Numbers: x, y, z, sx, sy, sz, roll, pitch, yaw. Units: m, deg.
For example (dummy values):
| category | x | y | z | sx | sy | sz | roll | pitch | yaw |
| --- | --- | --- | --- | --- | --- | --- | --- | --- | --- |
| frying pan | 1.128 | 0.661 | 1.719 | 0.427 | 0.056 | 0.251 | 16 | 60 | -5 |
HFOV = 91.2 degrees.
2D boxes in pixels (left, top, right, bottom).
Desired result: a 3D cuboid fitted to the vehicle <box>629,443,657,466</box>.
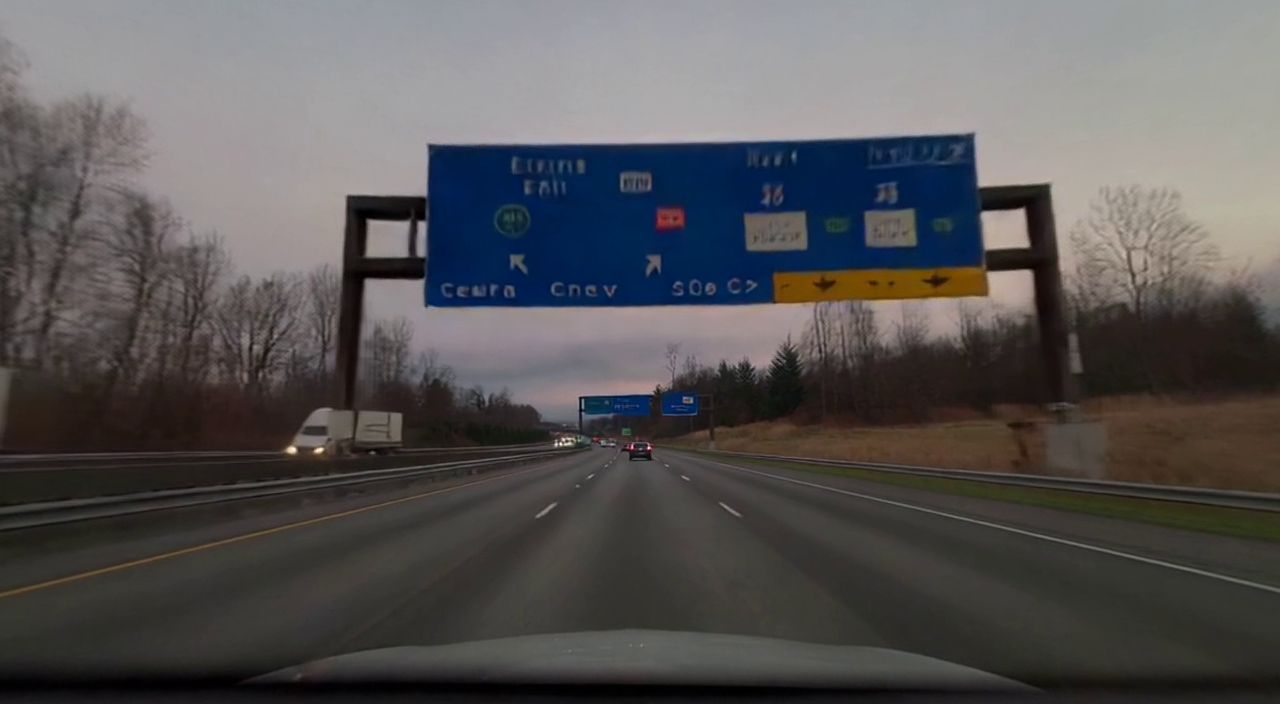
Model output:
| category | x | y | z | sx | sy | sz | roll | pitch | yaw |
| --- | --- | --- | --- | --- | --- | --- | --- | --- | --- |
| vehicle | 0.202 | 7.004 | 43.004 | 1.859 | 1.478 | 3.799 | 0 | -8 | 0 |

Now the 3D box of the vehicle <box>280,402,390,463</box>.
| category | x | y | z | sx | sy | sz | roll | pitch | yaw |
| --- | --- | --- | --- | --- | --- | --- | --- | --- | --- |
| vehicle | -22.087 | 6.055 | 46.403 | 2.993 | 4.028 | 10.213 | 0 | -9 | 0 |
